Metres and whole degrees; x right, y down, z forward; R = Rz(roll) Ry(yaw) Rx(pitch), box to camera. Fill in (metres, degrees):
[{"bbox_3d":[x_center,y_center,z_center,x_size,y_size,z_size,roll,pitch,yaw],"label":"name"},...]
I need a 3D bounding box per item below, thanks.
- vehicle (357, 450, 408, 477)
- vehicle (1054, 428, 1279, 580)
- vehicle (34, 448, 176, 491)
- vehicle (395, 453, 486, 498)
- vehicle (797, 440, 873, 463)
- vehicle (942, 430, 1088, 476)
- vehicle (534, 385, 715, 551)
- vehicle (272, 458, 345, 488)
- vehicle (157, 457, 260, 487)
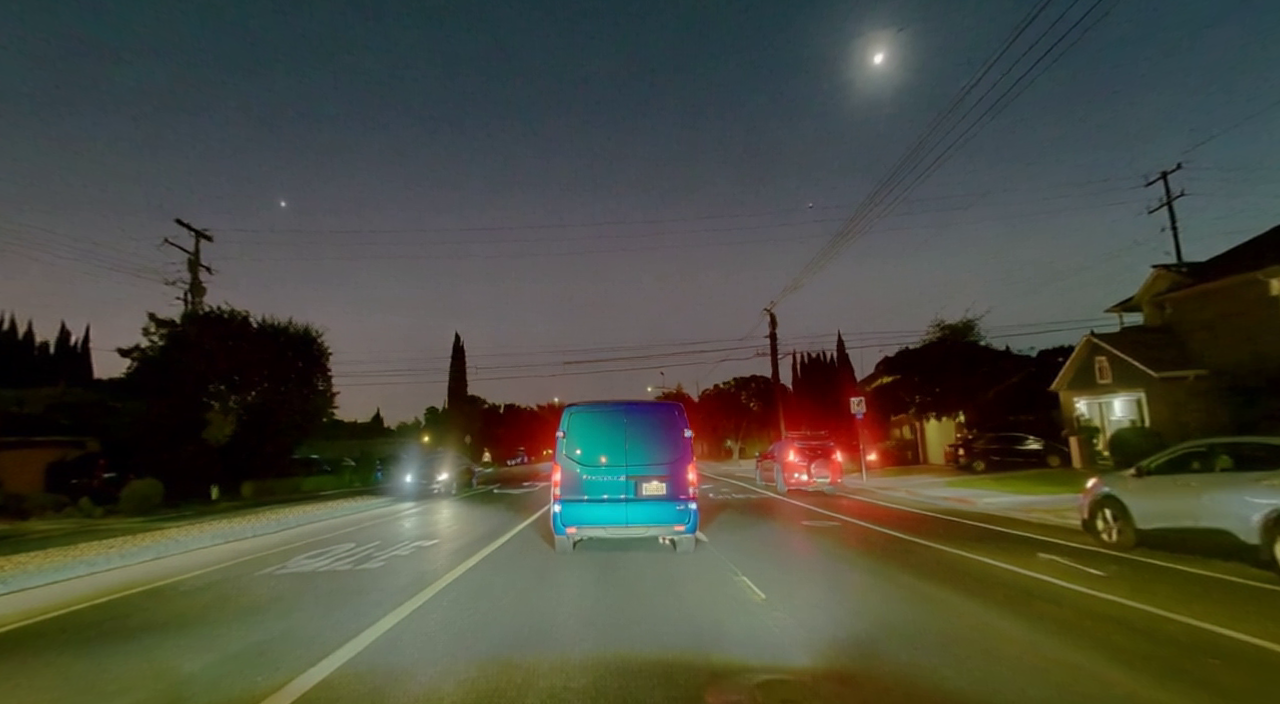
[{"bbox_3d":[-18.013,7.792,44.458,1.841,1.769,4.105,0,-9,0],"label":"vehicle"},{"bbox_3d":[7.337,1.693,7.465,1.883,1.504,4.220,0,-9,-2],"label":"vehicle"},{"bbox_3d":[-26.917,5.903,31.932,5.026,2.017,2.215,0,-9,-1],"label":"vehicle"},{"bbox_3d":[-7.425,4.628,24.017,1.962,1.481,4.434,0,-9,1],"label":"vehicle"},{"bbox_3d":[13.095,6.676,42.548,4.483,1.463,1.805,0,-9,-1],"label":"vehicle"},{"bbox_3d":[13.128,3.563,22.294,3.916,1.517,1.887,0,-9,-1],"label":"vehicle"},{"bbox_3d":[-0.341,1.861,10.709,2.342,2.142,4.809,0,-9,-4],"label":"vehicle"},{"bbox_3d":[-18.458,6.737,35.382,1.816,1.445,4.120,0,-9,0],"label":"vehicle"},{"bbox_3d":[-27.429,7.621,40.316,4.972,1.776,2.057,0,-9,-1],"label":"vehicle"}]
